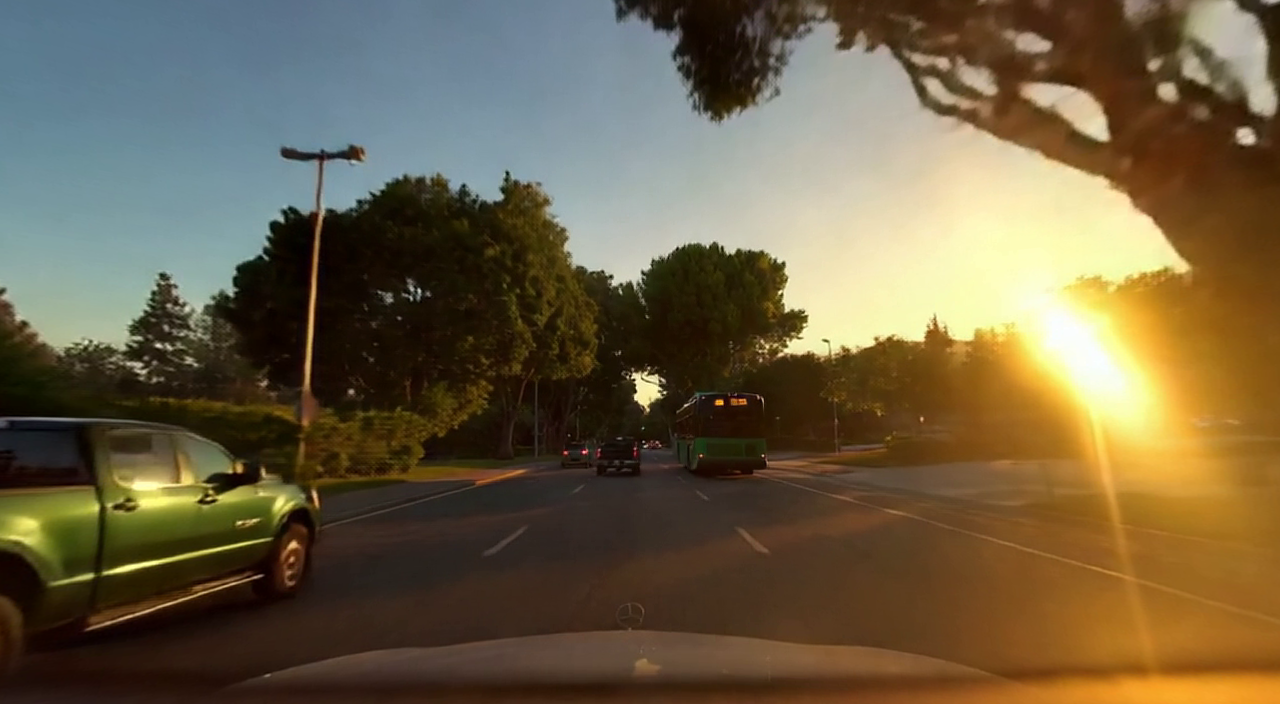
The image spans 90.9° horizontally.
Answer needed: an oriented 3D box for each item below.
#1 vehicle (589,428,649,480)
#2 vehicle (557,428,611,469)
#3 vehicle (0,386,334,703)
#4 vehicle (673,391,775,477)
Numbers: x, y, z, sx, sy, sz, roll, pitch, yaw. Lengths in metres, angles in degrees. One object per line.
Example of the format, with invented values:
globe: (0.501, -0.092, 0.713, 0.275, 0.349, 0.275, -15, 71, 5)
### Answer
vehicle: (-0.735, 4.069, 25.429, 2.074, 1.849, 5.137, -1, -8, 2)
vehicle: (-3.059, 5.428, 35.611, 2.513, 2.066, 5.820, 0, -8, 0)
vehicle: (-3.945, 1.039, 3.533, 2.109, 1.543, 4.535, 0, -8, 1)
vehicle: (3.518, 4.026, 30.212, 3.059, 3.264, 12.623, 0, -8, 0)
